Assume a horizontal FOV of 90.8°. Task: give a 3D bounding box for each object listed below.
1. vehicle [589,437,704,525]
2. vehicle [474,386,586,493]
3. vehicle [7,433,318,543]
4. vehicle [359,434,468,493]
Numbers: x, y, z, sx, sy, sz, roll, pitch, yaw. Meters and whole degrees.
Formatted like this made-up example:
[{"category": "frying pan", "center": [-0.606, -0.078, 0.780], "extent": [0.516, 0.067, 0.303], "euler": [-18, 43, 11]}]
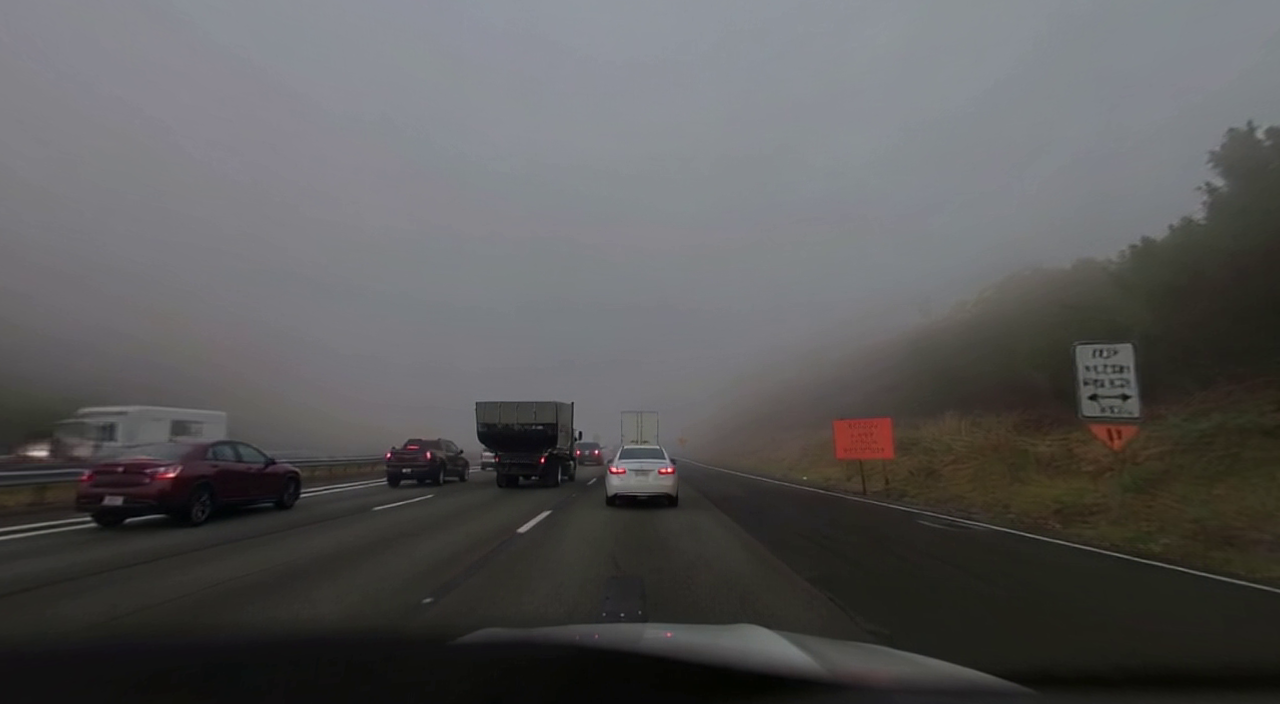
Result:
[{"category": "vehicle", "center": [0.072, 2.498, 12.665], "extent": [1.995, 1.495, 3.380], "euler": [0, -9, -1]}, {"category": "vehicle", "center": [-3.773, 3.309, 23.599], "extent": [2.812, 3.342, 7.248], "euler": [-1, -9, 1]}, {"category": "vehicle", "center": [-7.926, 2.279, 11.250], "extent": [1.879, 1.521, 4.623], "euler": [-1, -9, 1]}, {"category": "vehicle", "center": [-7.388, 3.687, 21.145], "extent": [1.952, 1.746, 4.332], "euler": [-1, -9, 1]}]
